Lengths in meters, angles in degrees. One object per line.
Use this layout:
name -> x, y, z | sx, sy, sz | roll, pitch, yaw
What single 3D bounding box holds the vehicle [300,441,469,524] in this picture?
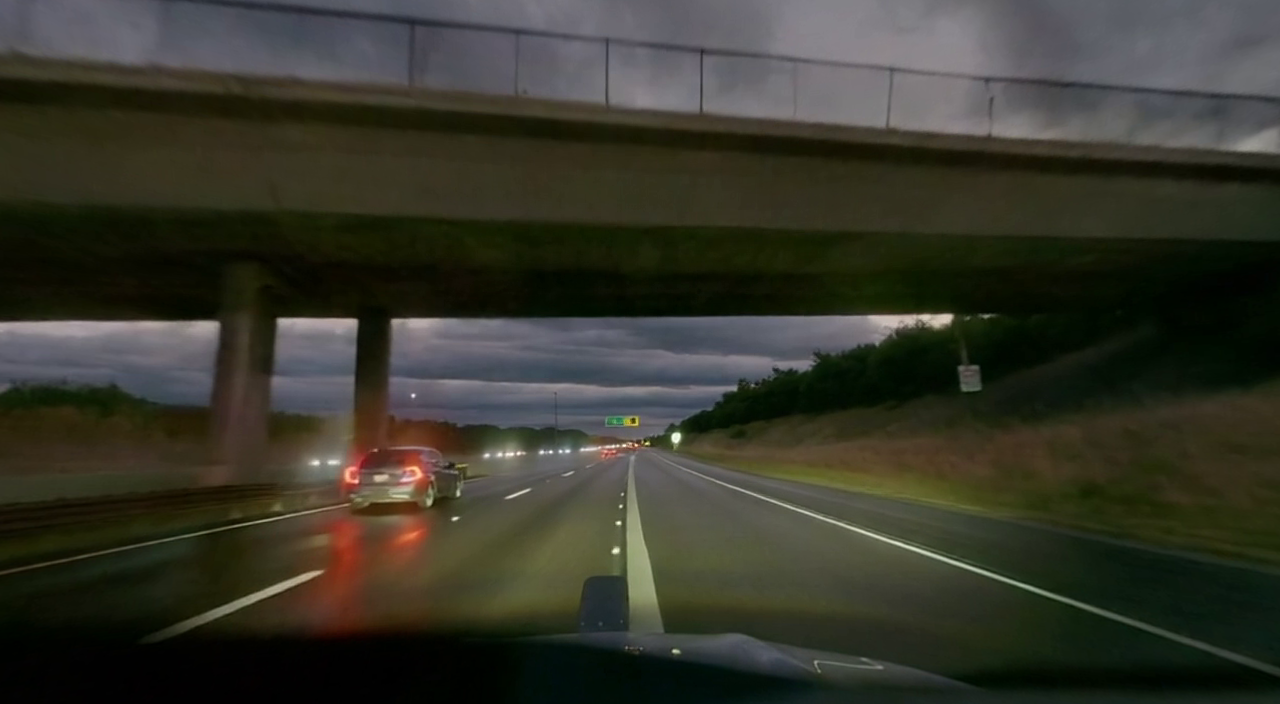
vehicle -> -5.357, 2.771, 13.950 | 2.055, 1.535, 4.073 | 0, -9, -1
